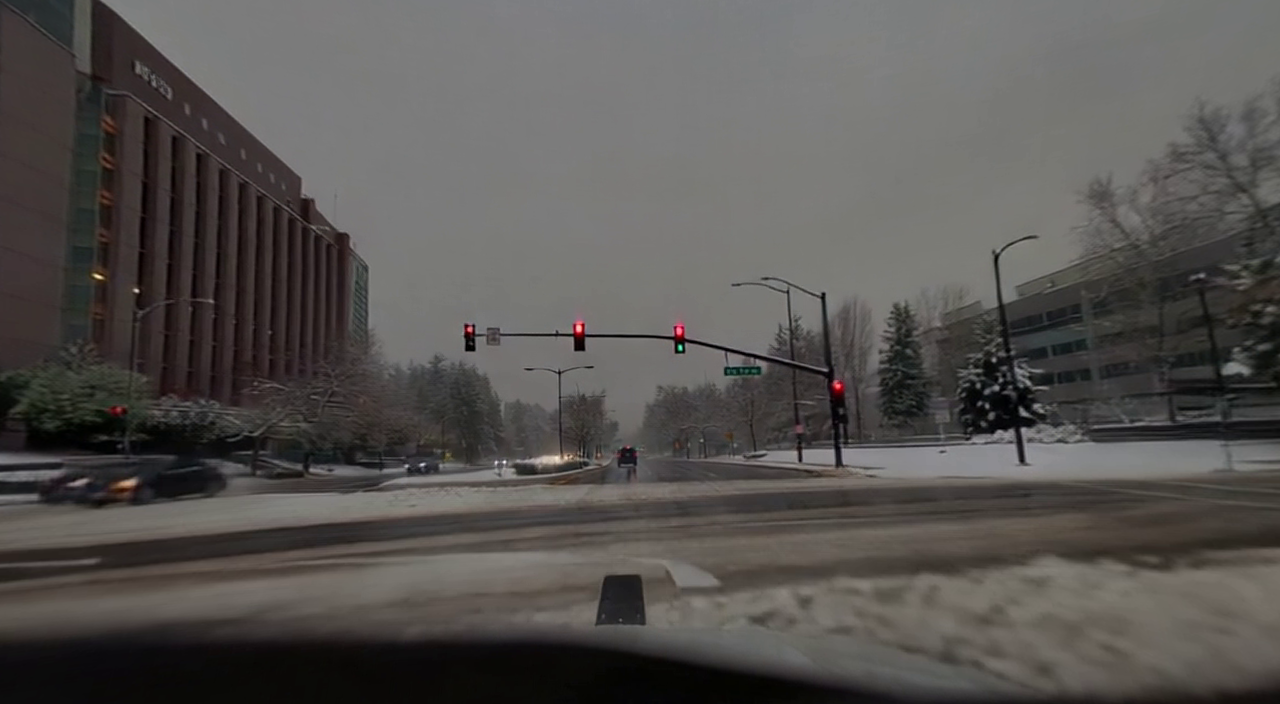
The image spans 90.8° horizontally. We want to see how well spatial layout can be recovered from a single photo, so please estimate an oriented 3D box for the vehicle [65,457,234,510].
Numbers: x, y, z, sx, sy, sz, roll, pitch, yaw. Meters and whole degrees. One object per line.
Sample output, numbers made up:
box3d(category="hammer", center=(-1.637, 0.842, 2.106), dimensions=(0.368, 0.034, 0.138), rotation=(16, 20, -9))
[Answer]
box3d(category="vehicle", center=(-16.360, 4.385, 21.482), dimensions=(1.922, 1.448, 4.702), rotation=(-2, -9, 2))
